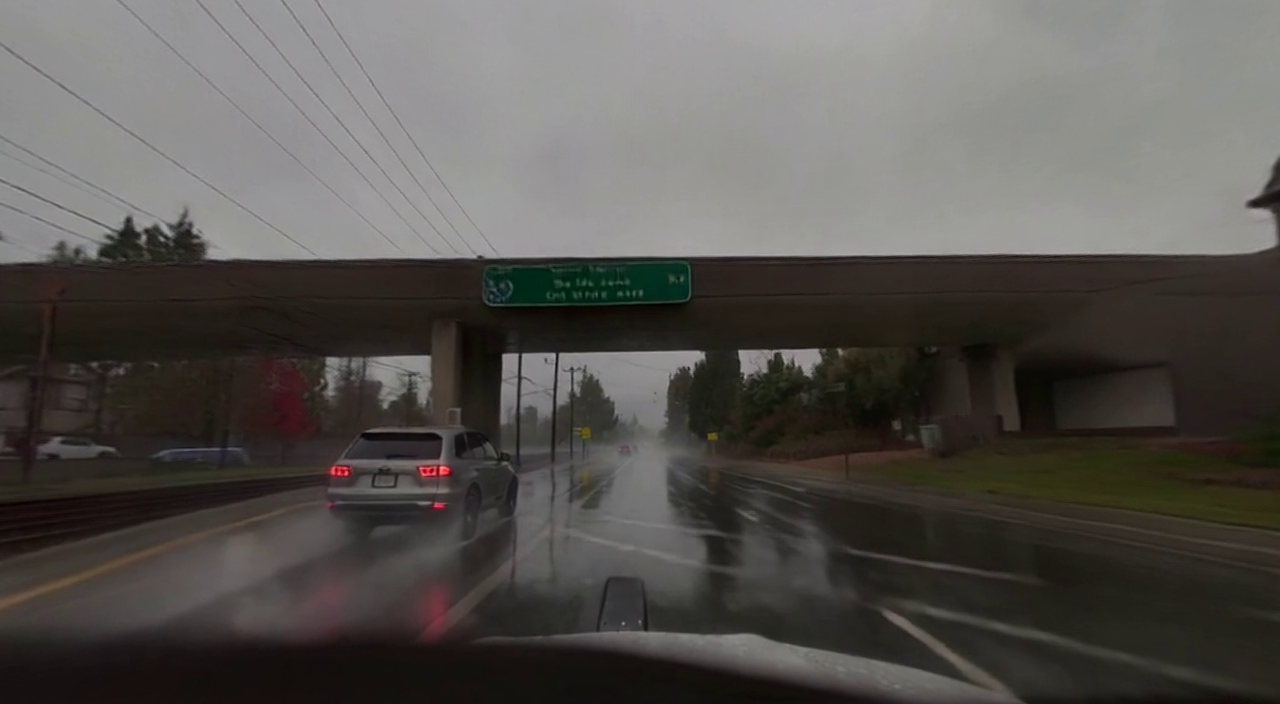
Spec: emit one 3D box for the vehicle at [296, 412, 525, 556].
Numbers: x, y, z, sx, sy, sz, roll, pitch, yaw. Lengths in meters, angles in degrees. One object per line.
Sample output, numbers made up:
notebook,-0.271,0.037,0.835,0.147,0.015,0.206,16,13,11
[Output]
vehicle,-3.158,1.902,9.772,1.882,1.704,4.335,0,-8,0
